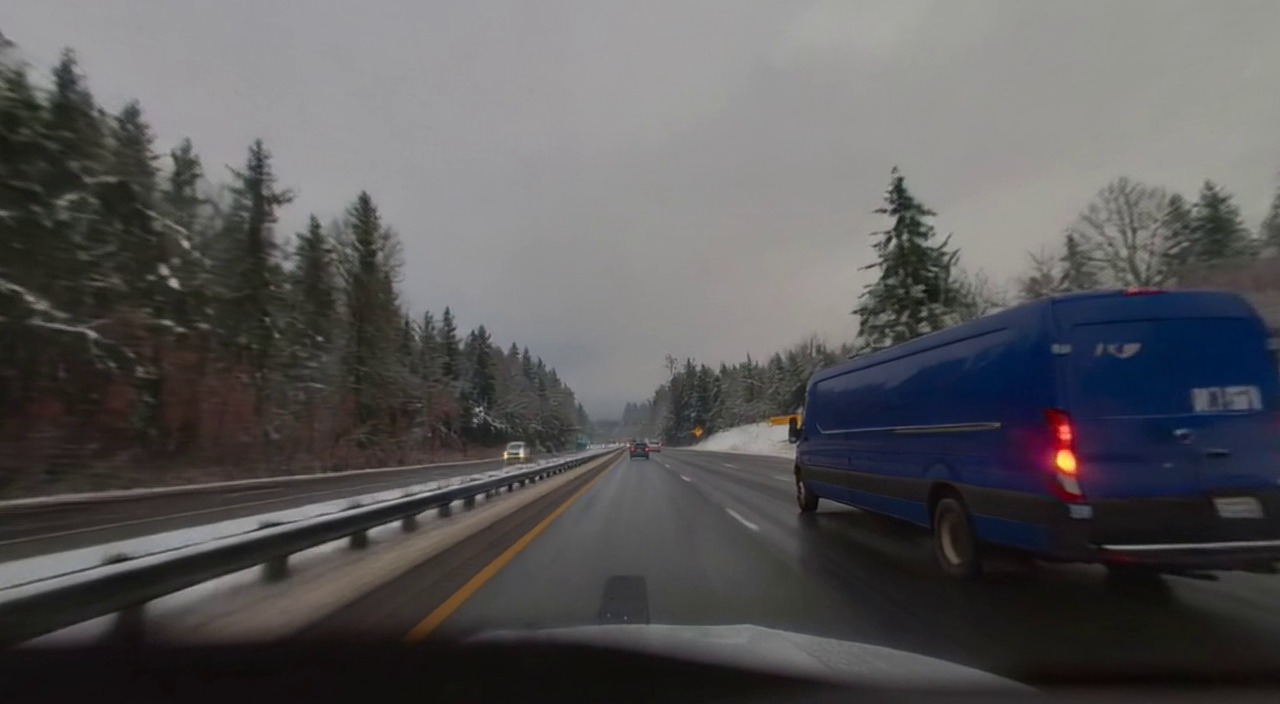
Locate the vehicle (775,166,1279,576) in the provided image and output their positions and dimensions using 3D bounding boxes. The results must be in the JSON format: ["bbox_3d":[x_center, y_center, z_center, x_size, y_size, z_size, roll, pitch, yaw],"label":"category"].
[{"bbox_3d":[7.008,1.387,14.878,3.479,4.156,17.231,0,-9,-1],"label":"vehicle"}]

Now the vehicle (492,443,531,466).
[{"bbox_3d":[-9.494,7.618,46.959,1.935,1.569,4.778,0,-8,0],"label":"vehicle"}]

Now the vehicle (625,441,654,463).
[{"bbox_3d":[-0.039,7.557,47.827,2.121,1.590,4.434,0,-8,0],"label":"vehicle"}]
